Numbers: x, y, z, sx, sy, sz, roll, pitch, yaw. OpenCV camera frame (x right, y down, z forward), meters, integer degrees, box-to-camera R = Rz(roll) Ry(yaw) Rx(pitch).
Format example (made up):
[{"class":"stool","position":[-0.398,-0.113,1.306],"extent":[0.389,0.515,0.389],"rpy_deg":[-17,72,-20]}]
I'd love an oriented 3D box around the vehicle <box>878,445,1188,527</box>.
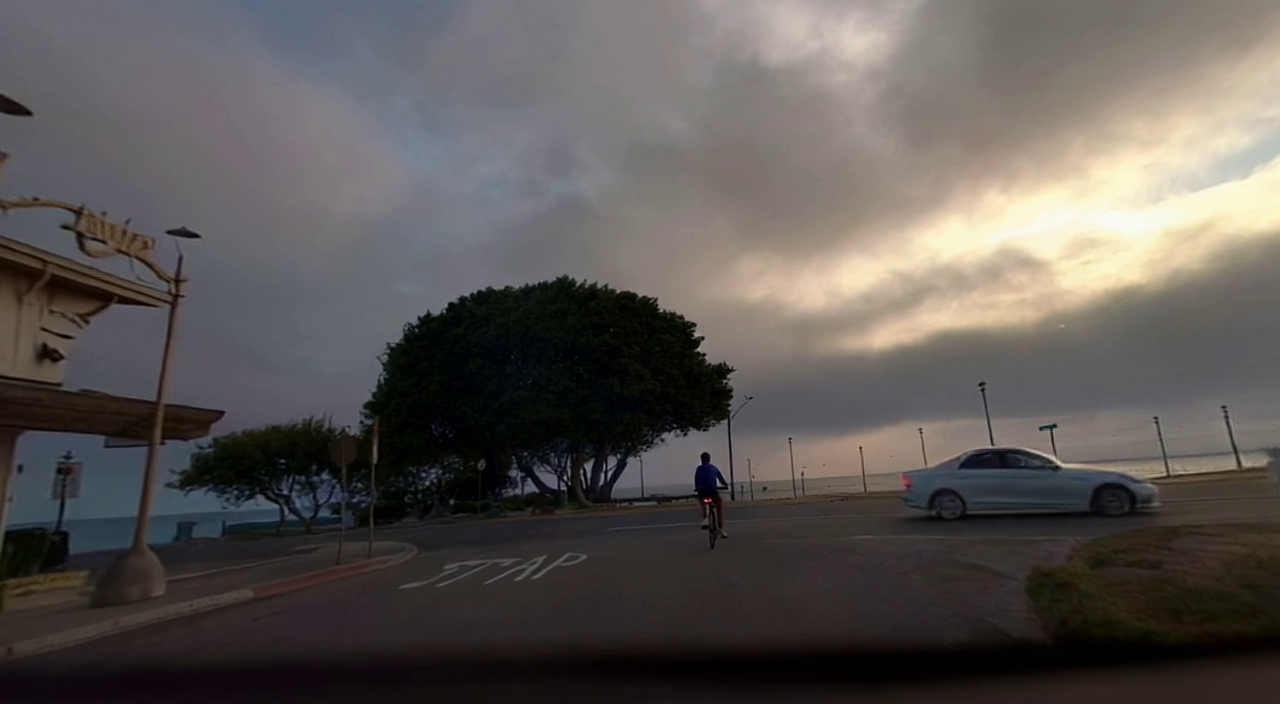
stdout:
[{"class":"vehicle","position":[8.271,2.803,13.886],"extent":[5.323,1.479,2.112],"rpy_deg":[-5,-10,31]}]
